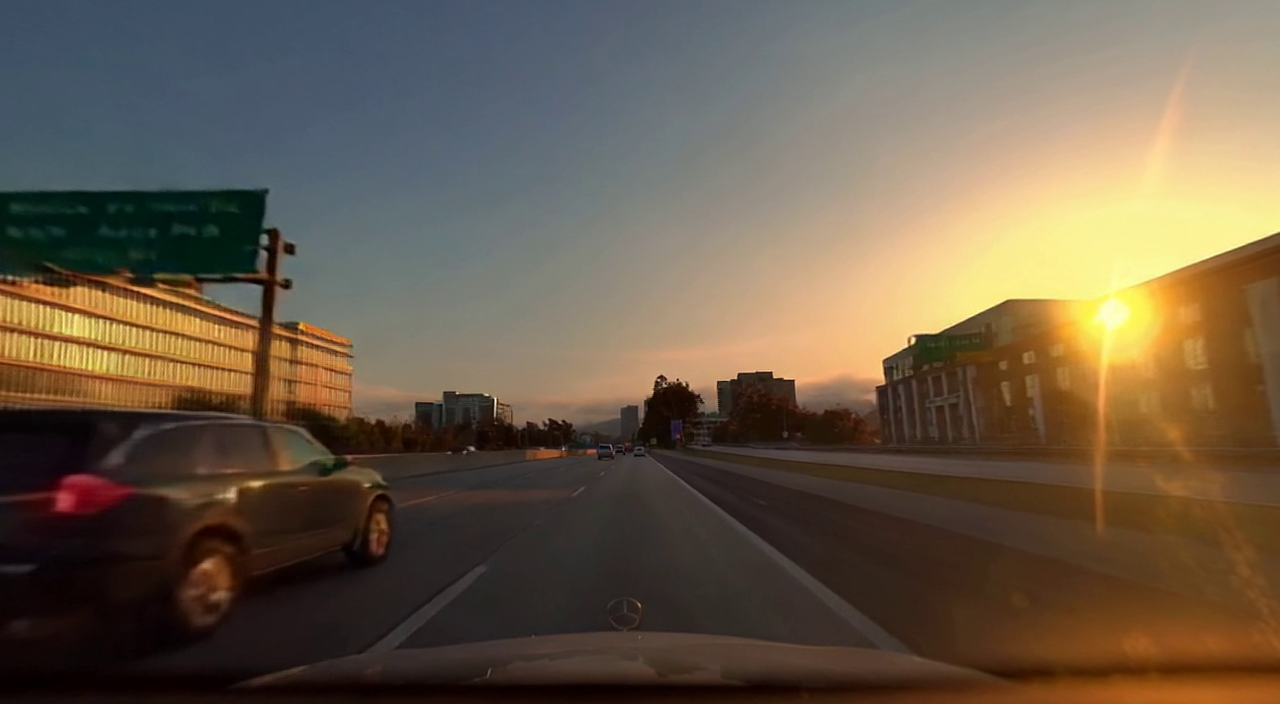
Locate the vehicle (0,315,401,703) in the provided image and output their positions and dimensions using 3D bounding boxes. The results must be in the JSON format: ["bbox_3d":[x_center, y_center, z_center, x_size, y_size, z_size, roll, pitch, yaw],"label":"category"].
[{"bbox_3d":[-3.650,1.020,4.216,2.145,1.828,4.867,0,-8,1],"label":"vehicle"}]
